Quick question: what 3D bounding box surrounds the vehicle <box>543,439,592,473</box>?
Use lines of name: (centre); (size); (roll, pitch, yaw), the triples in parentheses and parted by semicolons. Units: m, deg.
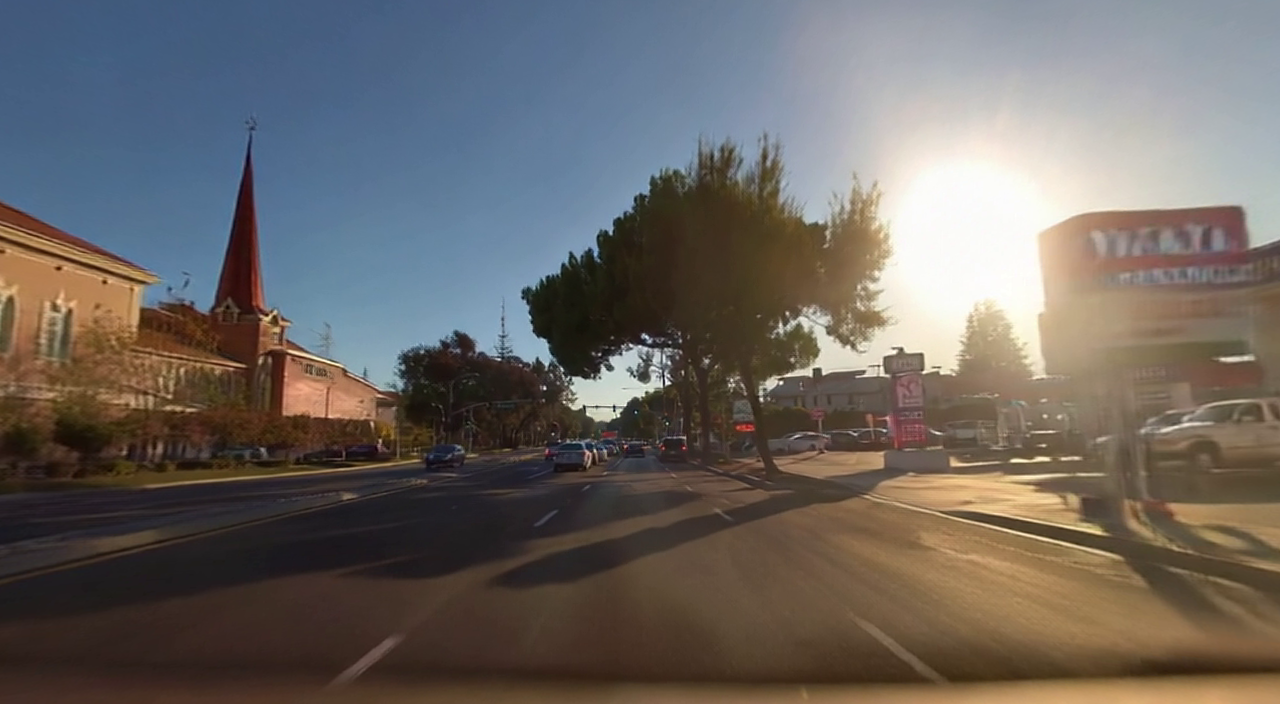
vehicle: (-3.790, 5.541, 33.894); (2.040, 1.661, 4.573); (0, -9, 0)
